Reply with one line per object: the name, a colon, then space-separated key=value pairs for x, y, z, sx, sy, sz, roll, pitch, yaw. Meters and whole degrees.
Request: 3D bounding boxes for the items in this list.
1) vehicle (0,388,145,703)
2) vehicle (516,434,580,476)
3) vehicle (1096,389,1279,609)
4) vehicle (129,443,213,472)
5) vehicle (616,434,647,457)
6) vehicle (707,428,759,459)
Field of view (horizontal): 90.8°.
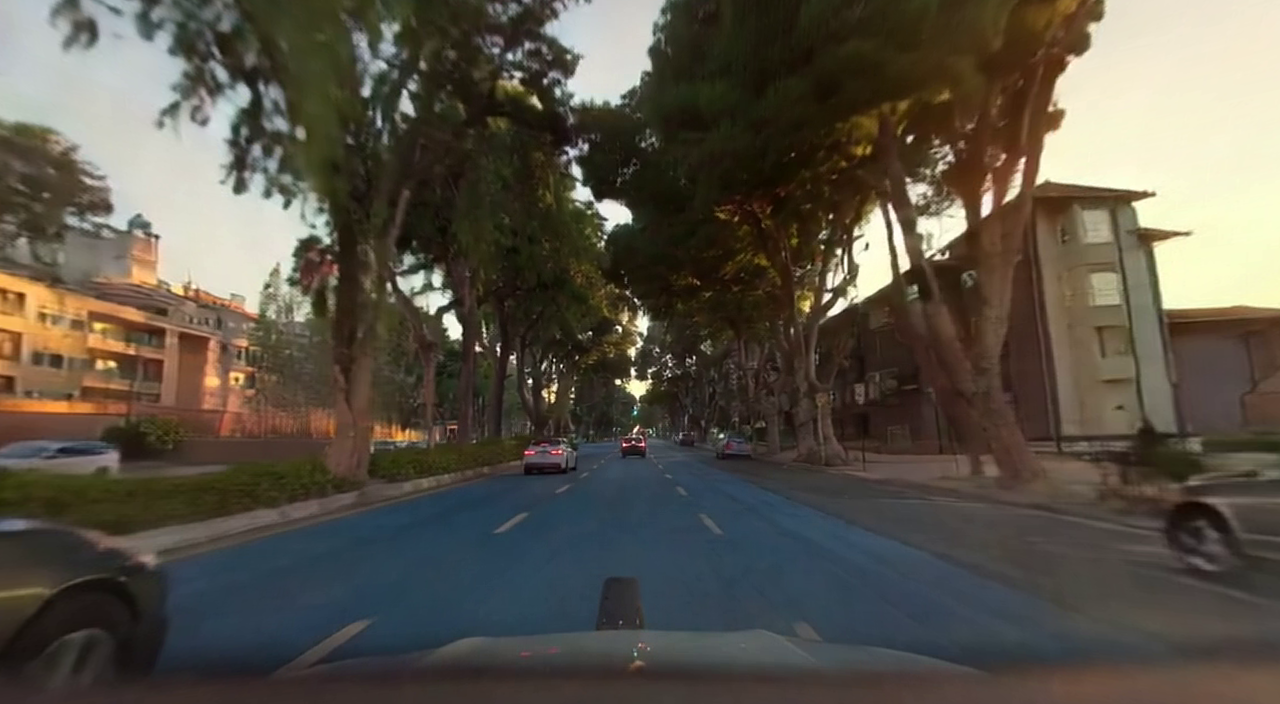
vehicle: x=-3.590 y=0.687 z=1.021 sx=1.995 sy=1.524 sz=4.438 roll=0 pitch=-8 yaw=-1
vehicle: x=-3.599 y=4.123 z=25.484 sx=1.934 sy=1.522 sz=4.287 roll=0 pitch=-8 yaw=0
vehicle: x=6.391 y=1.091 z=4.380 sx=2.206 sy=1.803 sz=5.753 roll=0 pitch=-8 yaw=1
vehicle: x=-34.174 y=7.689 z=46.105 sx=4.285 sy=1.860 sz=2.302 roll=-3 pitch=-9 yaw=0
vehicle: x=-0.551 y=6.395 z=43.267 sx=1.999 sy=1.520 sz=3.896 roll=0 pitch=-8 yaw=0
vehicle: x=5.958 y=6.005 z=41.347 sx=2.390 sy=1.816 sz=6.050 roll=0 pitch=-8 yaw=-1
